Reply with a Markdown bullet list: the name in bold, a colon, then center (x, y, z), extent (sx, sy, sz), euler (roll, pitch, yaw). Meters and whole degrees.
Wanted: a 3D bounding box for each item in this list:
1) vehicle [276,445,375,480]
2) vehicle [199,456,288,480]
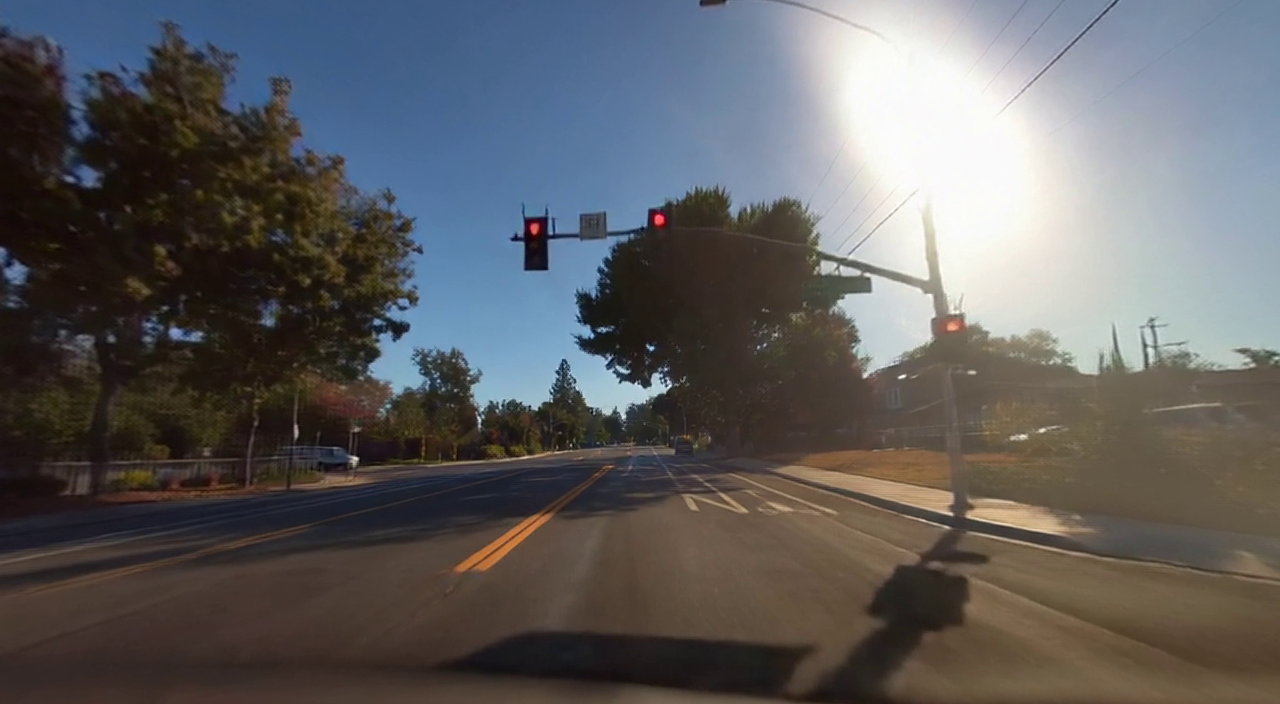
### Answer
- **vehicle**: center (-21.892, 7.685, 44.030), extent (5.841, 1.902, 2.244), euler (-5, -8, 4)
- **vehicle**: center (-27.732, 8.111, 44.207), extent (4.696, 1.518, 2.224), euler (0, -8, -2)
